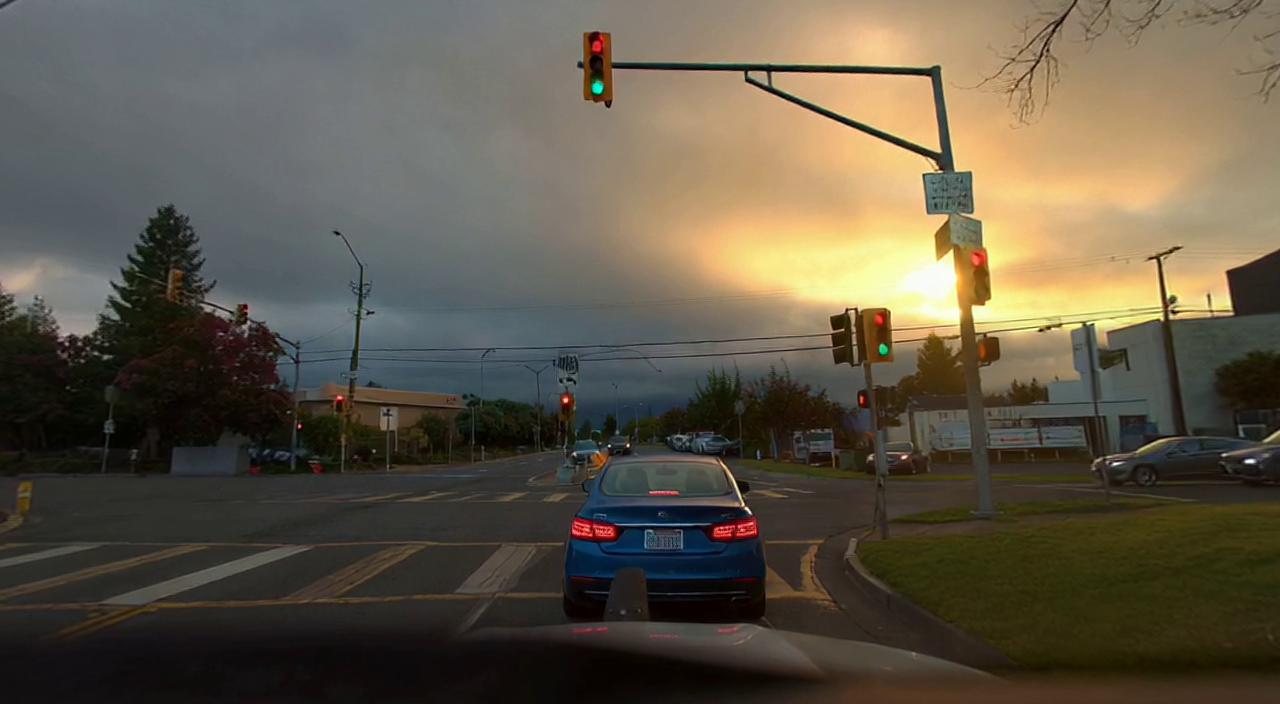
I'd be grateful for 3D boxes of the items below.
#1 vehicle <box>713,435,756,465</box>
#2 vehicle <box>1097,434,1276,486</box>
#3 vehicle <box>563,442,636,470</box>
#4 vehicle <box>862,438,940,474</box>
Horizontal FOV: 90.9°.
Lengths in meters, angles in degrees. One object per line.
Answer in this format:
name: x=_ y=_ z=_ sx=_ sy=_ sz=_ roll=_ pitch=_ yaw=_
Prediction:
vehicle: x=6.899 y=7.164 z=46.215 sx=1.491 sy=2.041 sz=2.964 roll=6 pitch=-9 yaw=-33
vehicle: x=16.796 y=3.322 z=19.522 sx=3.876 sy=1.512 sz=1.784 roll=0 pitch=-8 yaw=-1
vehicle: x=-2.431 y=6.152 z=37.560 sx=3.991 sy=1.526 sz=1.868 roll=-5 pitch=-9 yaw=31
vehicle: x=12.395 y=5.032 z=30.242 sx=1.922 sy=1.529 sz=3.964 roll=0 pitch=-12 yaw=-2
